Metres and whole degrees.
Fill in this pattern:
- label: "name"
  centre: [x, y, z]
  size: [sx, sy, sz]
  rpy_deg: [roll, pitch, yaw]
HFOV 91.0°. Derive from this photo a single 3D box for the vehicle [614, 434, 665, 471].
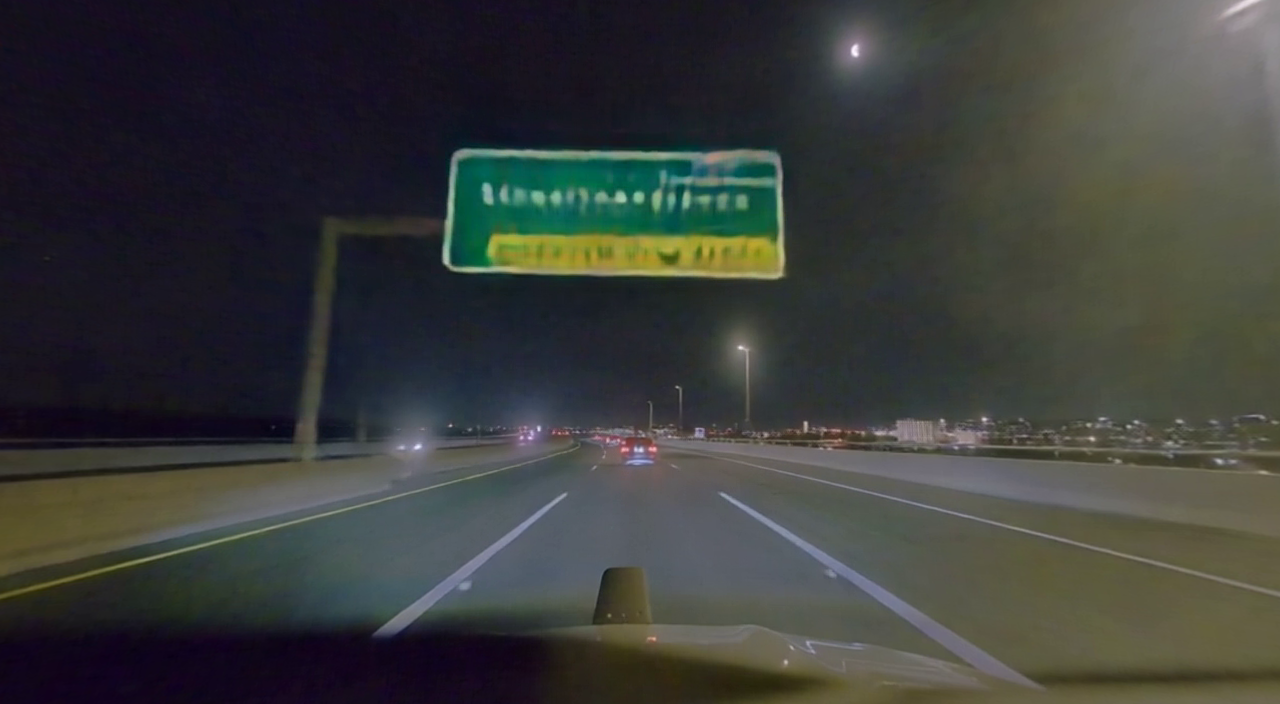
- label: "vehicle"
  centre: [-0.043, 4.534, 28.555]
  size: [2.130, 1.512, 4.057]
  rpy_deg: [0, -8, 0]
